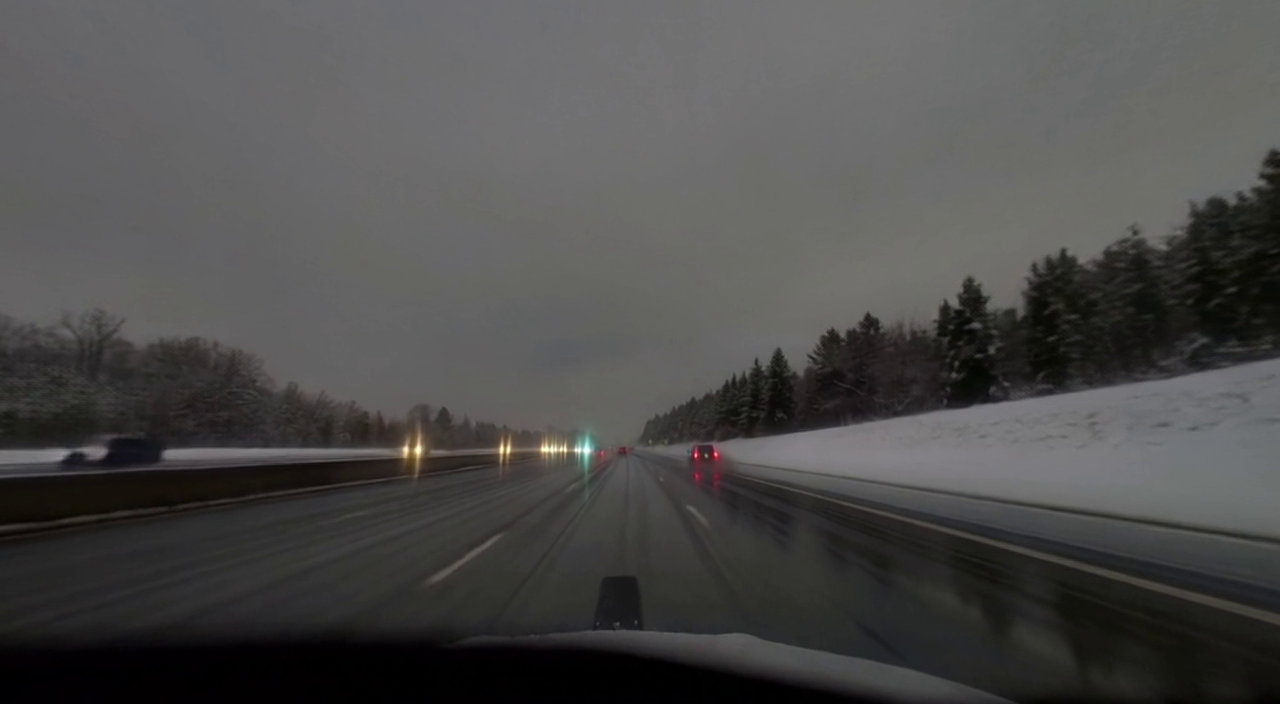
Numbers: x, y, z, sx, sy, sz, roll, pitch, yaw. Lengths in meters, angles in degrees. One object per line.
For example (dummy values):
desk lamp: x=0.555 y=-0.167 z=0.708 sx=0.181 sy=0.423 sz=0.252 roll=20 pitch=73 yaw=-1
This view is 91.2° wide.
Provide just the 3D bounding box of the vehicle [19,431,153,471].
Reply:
vehicle: x=-23.629 y=4.261 z=26.979 sx=1.766 sy=1.537 sz=4.352 roll=-1 pitch=-9 yaw=0

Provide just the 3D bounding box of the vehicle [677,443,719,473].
vehicle: x=3.152 y=5.849 z=34.742 sx=1.895 sy=1.555 sz=4.030 roll=0 pitch=-9 yaw=0
